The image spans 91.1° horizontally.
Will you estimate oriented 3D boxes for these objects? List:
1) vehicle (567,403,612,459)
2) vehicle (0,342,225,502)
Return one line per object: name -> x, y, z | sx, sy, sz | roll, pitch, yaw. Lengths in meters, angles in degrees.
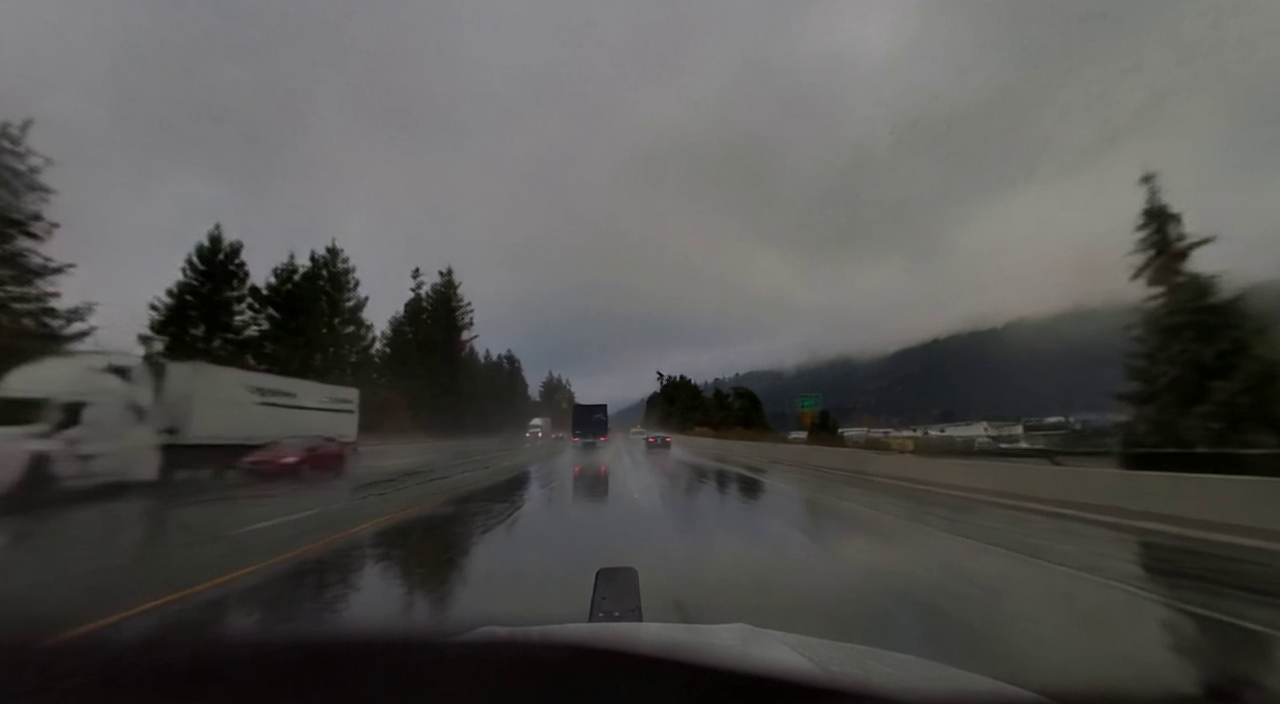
vehicle -> -2.985, 4.912, 38.801 | 2.450, 3.098, 6.965 | 0, -8, -2
vehicle -> -15.479, 2.063, 18.166 | 2.952, 3.869, 5.852 | 0, -8, -3
